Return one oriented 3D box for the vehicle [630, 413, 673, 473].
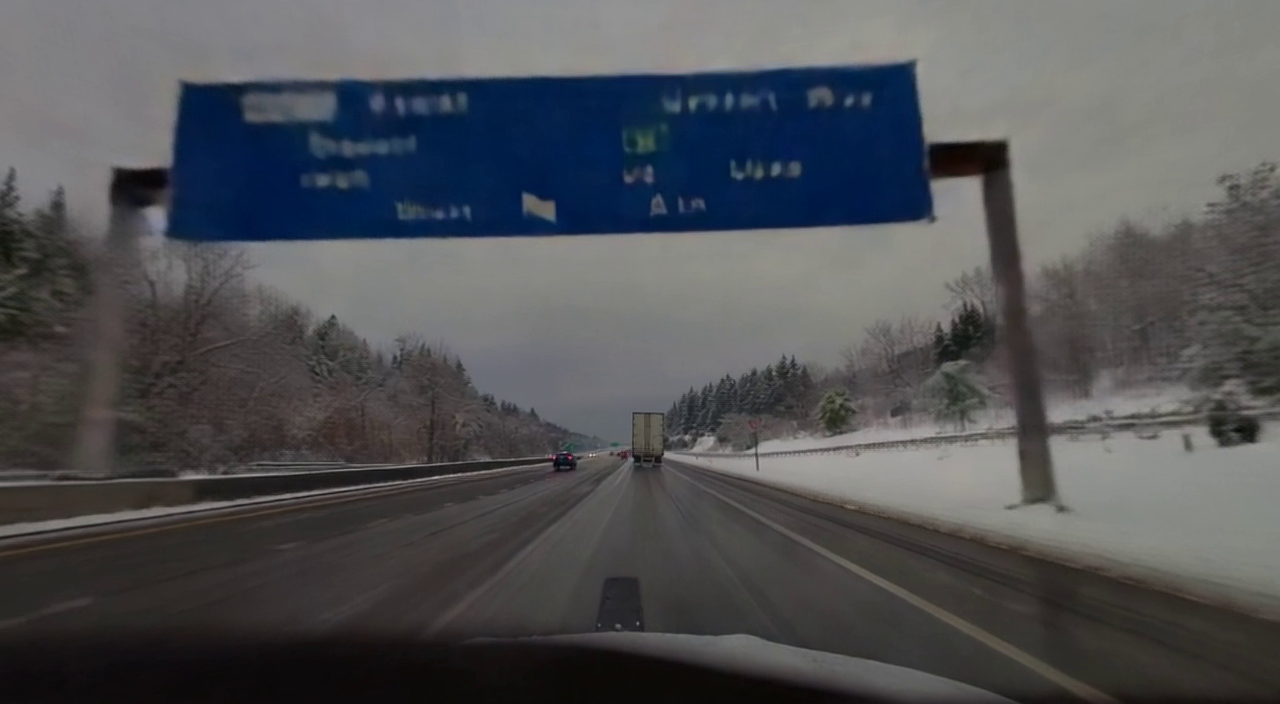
[{"bbox_3d":[0.724,7.312,49.805,2.901,4.032,14.338,0,-9,0],"label":"vehicle"}]
